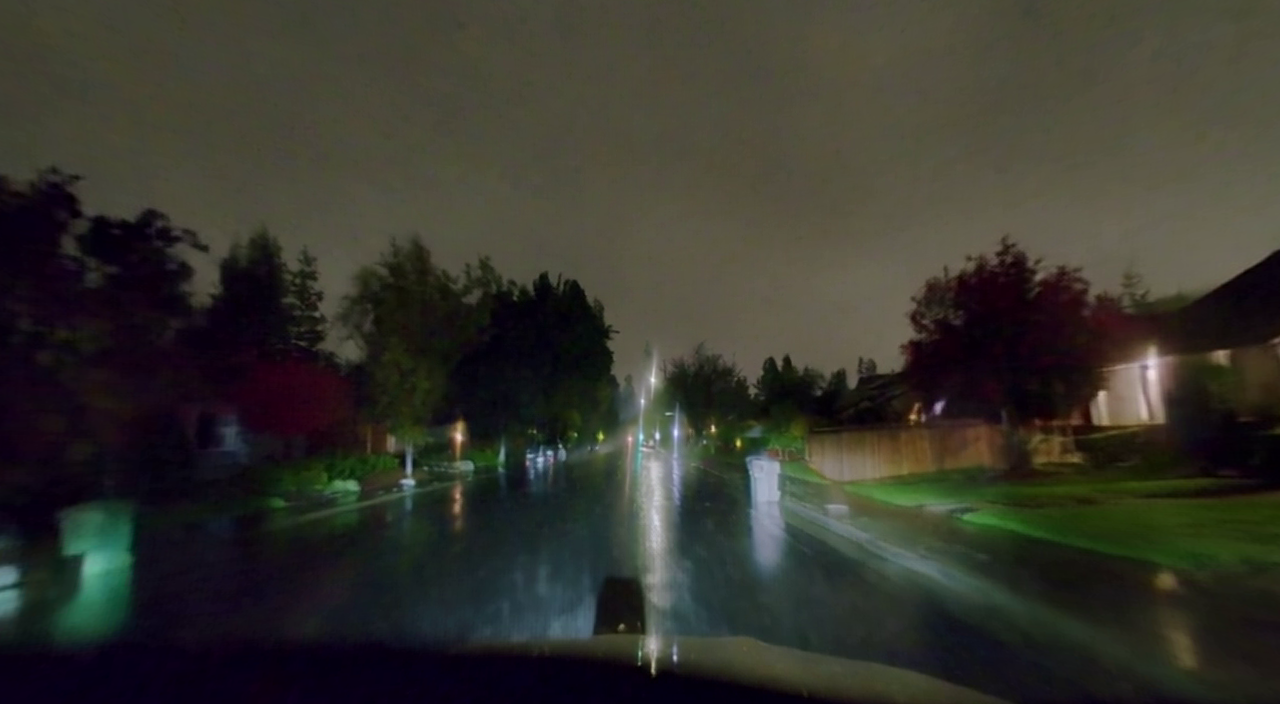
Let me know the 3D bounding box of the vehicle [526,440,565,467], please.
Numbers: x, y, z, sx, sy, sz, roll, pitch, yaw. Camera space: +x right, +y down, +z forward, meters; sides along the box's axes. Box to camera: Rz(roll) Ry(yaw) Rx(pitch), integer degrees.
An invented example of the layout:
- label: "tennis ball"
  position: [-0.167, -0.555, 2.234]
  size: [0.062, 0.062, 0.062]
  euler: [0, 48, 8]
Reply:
- label: "vehicle"
  position: [-6.665, 7.185, 45.034]
  size: [2.078, 1.745, 5.119]
  euler: [0, -8, -1]
